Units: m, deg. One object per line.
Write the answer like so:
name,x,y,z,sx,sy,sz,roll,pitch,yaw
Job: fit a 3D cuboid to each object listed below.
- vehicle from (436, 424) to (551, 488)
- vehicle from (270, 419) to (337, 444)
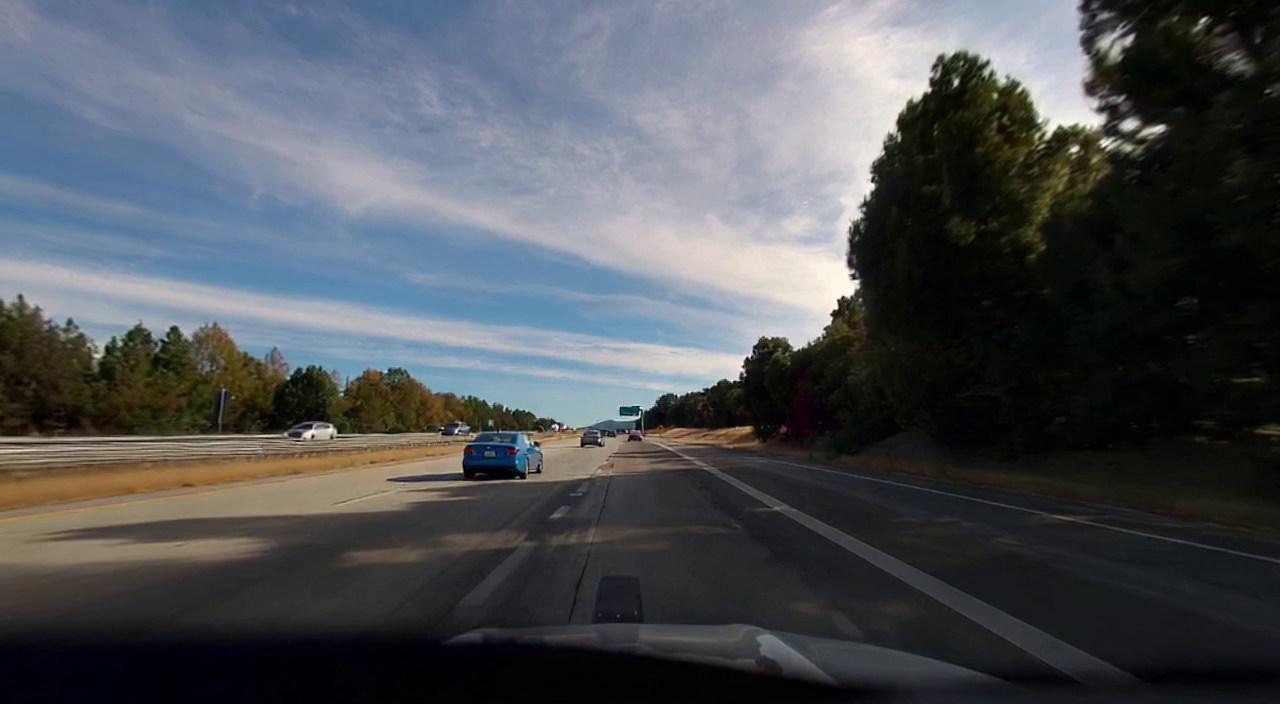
vehicle,-3.640,2.665,16.546,1.977,1.443,4.225,0,-8,0
vehicle,-21.624,5.158,40.736,2.034,1.506,4.253,0,-8,-1
